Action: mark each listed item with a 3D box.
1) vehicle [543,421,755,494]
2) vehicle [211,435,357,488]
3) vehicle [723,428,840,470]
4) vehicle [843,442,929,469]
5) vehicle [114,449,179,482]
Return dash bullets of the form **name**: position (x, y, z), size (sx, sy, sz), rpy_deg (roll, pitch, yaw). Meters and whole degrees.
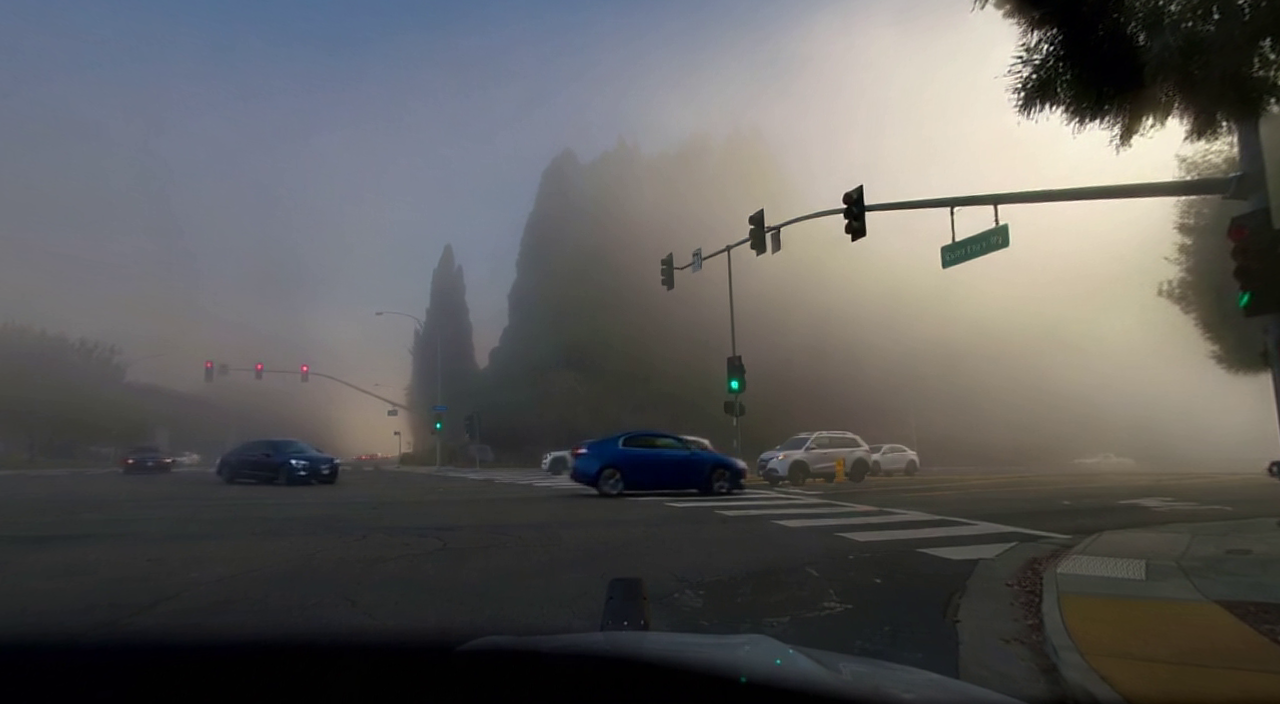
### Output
- **vehicle**: position (0.207, 2.848, 17.156), size (5.332, 1.807, 2.450), rpy_deg (0, -8, -2)
- **vehicle**: position (-11.402, 3.445, 20.098), size (4.826, 1.484, 2.000), rpy_deg (-6, -10, 33)
- **vehicle**: position (7.351, 5.051, 32.578), size (5.791, 1.964, 2.199), rpy_deg (5, -10, -27)
- **vehicle**: position (13.833, 5.795, 35.420), size (4.457, 1.429, 1.862), rpy_deg (4, -9, -26)
- **vehicle**: position (-24.476, 5.544, 31.162), size (1.953, 1.462, 4.589), rpy_deg (8, -11, -43)
